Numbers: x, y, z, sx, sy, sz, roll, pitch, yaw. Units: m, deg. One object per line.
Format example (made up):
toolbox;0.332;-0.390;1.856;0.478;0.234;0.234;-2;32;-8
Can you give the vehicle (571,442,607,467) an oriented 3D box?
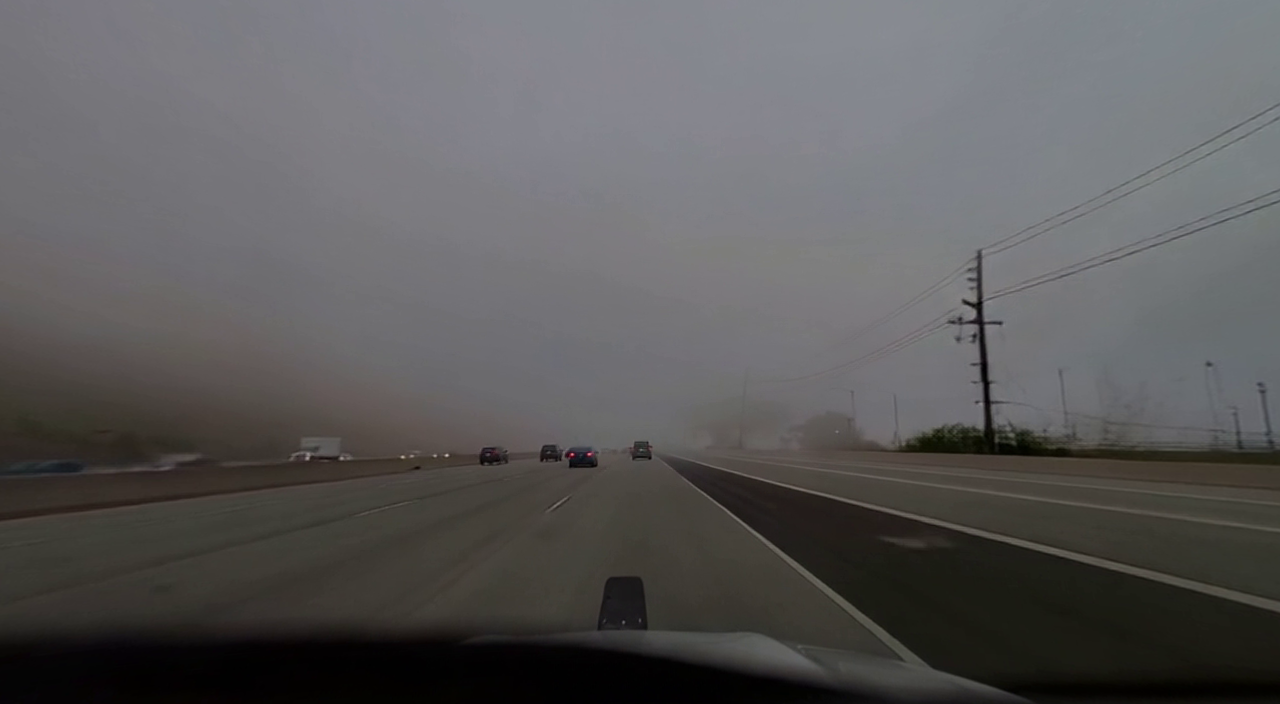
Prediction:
vehicle;-3.372;6.882;42.441;1.967;1.517;4.808;0;-9;0

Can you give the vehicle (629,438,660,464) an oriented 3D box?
vehicle;0.288;7.302;46.600;2.194;1.737;4.127;0;-9;-1
